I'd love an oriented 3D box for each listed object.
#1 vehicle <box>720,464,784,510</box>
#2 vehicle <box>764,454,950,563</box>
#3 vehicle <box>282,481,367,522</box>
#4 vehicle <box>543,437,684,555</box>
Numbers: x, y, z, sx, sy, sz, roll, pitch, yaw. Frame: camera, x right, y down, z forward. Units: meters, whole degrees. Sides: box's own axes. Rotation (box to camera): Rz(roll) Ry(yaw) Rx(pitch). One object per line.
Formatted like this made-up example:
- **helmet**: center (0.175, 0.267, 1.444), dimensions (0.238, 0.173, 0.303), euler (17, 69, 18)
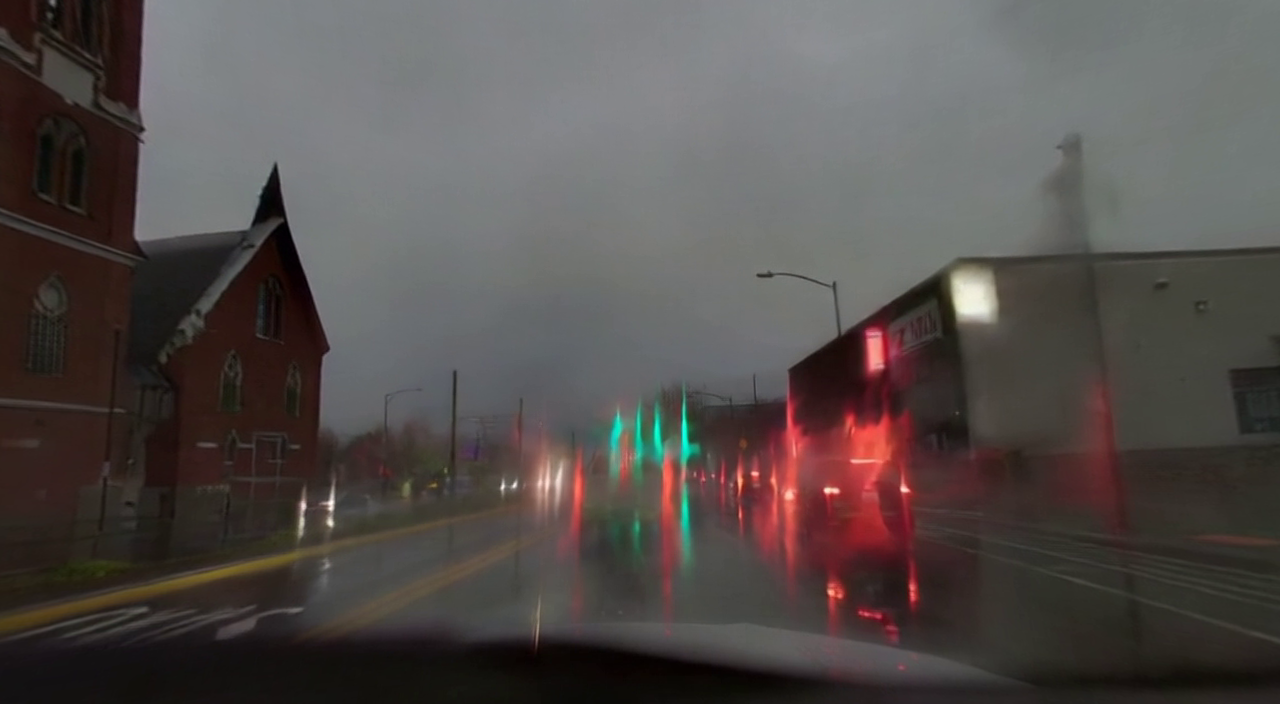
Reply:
- **vehicle**: center (4.289, 5.232, 24.890), dimensions (1.890, 1.491, 4.166), euler (-1, -8, 2)
- **vehicle**: center (3.562, 2.619, 11.373), dimensions (1.883, 1.472, 4.471), euler (-1, -8, 2)
- **vehicle**: center (-15.931, 7.546, 32.222), dimensions (1.901, 1.532, 4.733), euler (-1, -7, 1)
- **vehicle**: center (-0.359, 2.539, 11.879), dimensions (2.168, 1.776, 4.135), euler (-1, -8, 2)
